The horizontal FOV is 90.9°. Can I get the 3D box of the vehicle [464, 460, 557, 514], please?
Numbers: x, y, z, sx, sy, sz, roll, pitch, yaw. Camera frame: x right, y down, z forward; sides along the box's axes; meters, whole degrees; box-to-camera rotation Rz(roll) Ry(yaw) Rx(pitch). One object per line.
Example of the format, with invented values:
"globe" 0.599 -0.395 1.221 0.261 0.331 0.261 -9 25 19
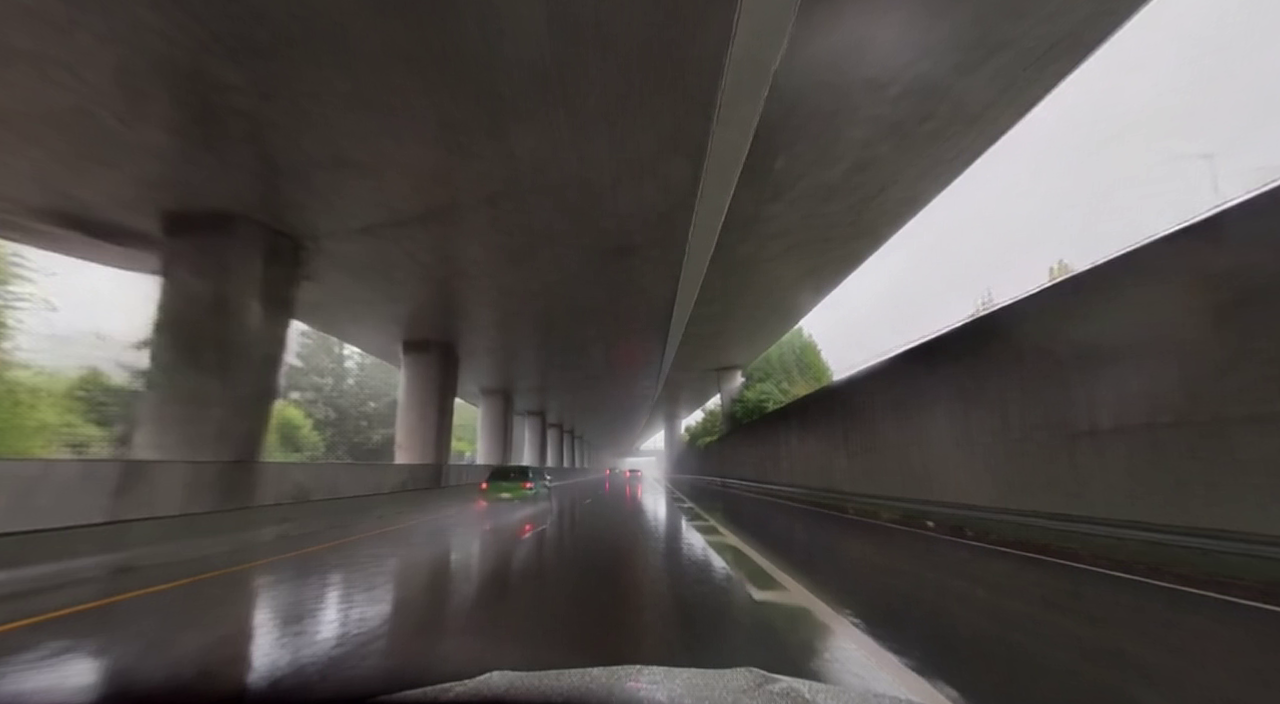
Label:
"vehicle" -3.925 4.198 19.867 2.006 1.469 4.050 1 -10 0
